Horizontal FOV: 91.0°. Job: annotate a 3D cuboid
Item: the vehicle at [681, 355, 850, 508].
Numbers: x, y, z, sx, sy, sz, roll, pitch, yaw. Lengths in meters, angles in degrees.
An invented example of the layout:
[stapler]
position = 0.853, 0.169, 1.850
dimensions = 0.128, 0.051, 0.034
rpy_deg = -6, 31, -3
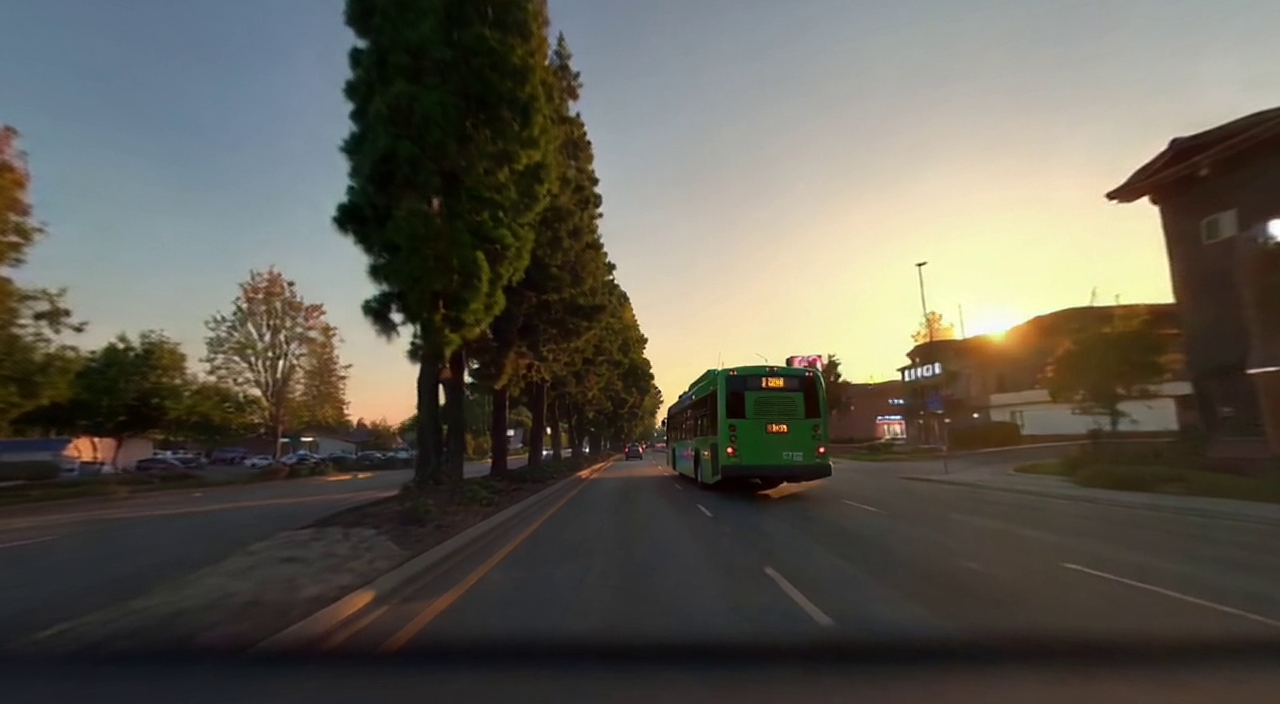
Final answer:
[vehicle]
position = 3.024, 2.387, 18.383
dimensions = 2.766, 3.306, 9.281
rpy_deg = 0, -8, -2
